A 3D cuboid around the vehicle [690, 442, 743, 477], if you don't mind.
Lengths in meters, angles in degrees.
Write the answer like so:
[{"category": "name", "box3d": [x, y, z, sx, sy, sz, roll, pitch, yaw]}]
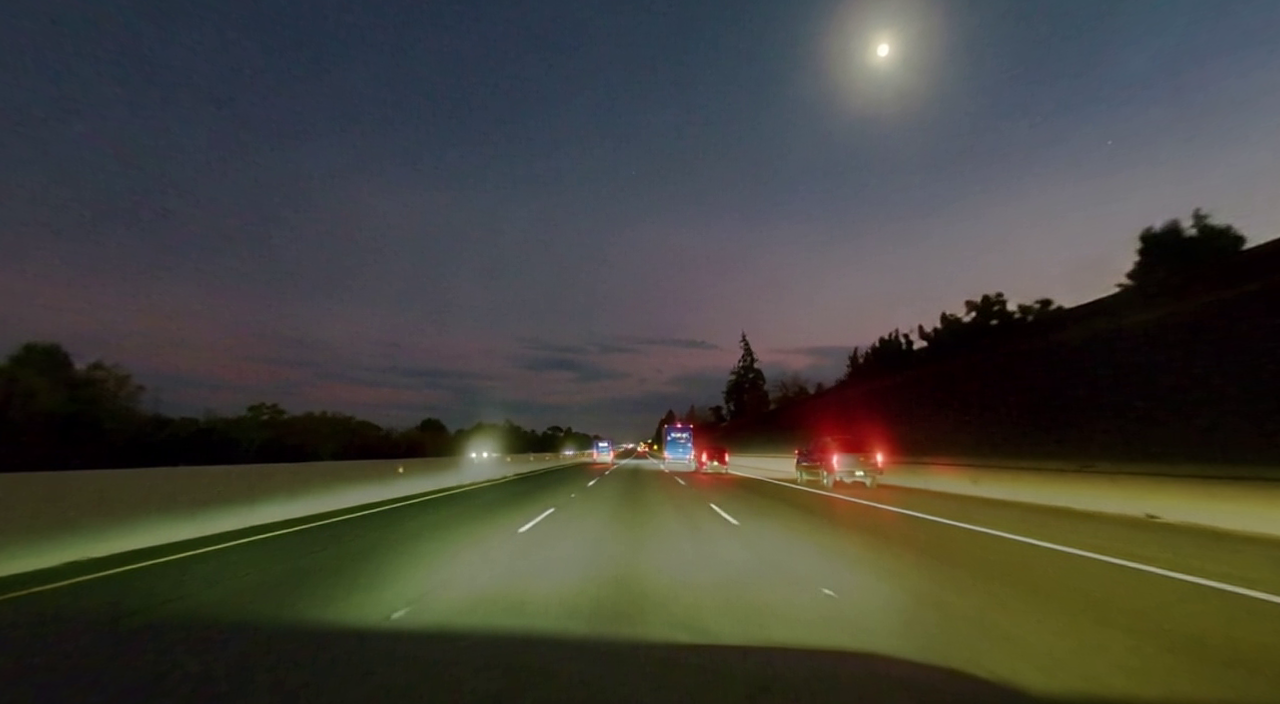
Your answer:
[{"category": "vehicle", "box3d": [3.798, 5.412, 32.085, 2.066, 1.638, 4.158, 0, -9, -2]}]
